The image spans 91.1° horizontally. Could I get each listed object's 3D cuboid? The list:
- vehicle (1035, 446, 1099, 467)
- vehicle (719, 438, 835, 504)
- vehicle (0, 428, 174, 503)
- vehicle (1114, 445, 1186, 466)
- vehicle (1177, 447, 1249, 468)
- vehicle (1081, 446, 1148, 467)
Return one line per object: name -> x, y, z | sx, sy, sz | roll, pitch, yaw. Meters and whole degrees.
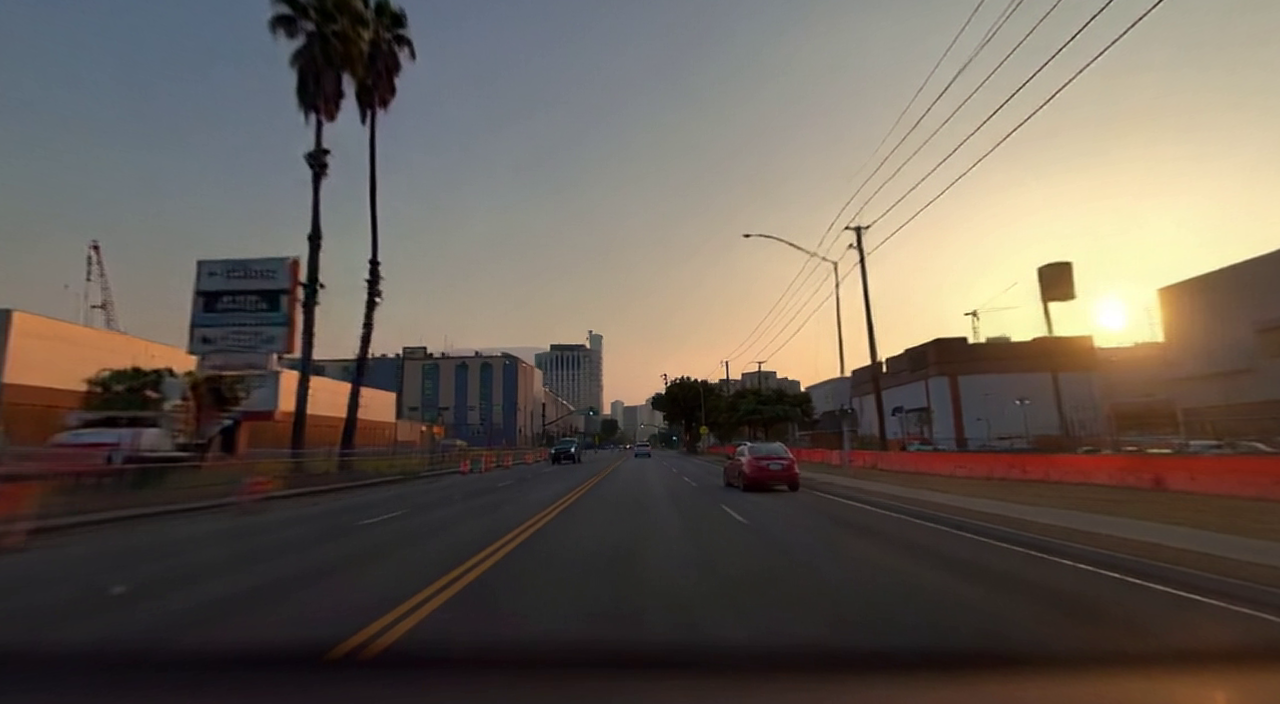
vehicle -> 32.849, 8.017, 48.456 | 1.851, 1.522, 4.665 | 0, -8, 2
vehicle -> 3.575, 3.200, 17.386 | 2.148, 1.562, 4.642 | 0, -8, 0
vehicle -> -18.032, 3.381, 19.040 | 5.894, 2.071, 2.464 | 8, -11, -41
vehicle -> 39.168, 7.945, 48.361 | 1.869, 1.516, 4.343 | 0, -8, 0
vehicle -> 44.671, 8.190, 49.036 | 1.776, 1.502, 4.088 | 2, -8, 0
vehicle -> 36.004, 7.897, 47.762 | 1.784, 1.509, 4.273 | 0, -8, 2
